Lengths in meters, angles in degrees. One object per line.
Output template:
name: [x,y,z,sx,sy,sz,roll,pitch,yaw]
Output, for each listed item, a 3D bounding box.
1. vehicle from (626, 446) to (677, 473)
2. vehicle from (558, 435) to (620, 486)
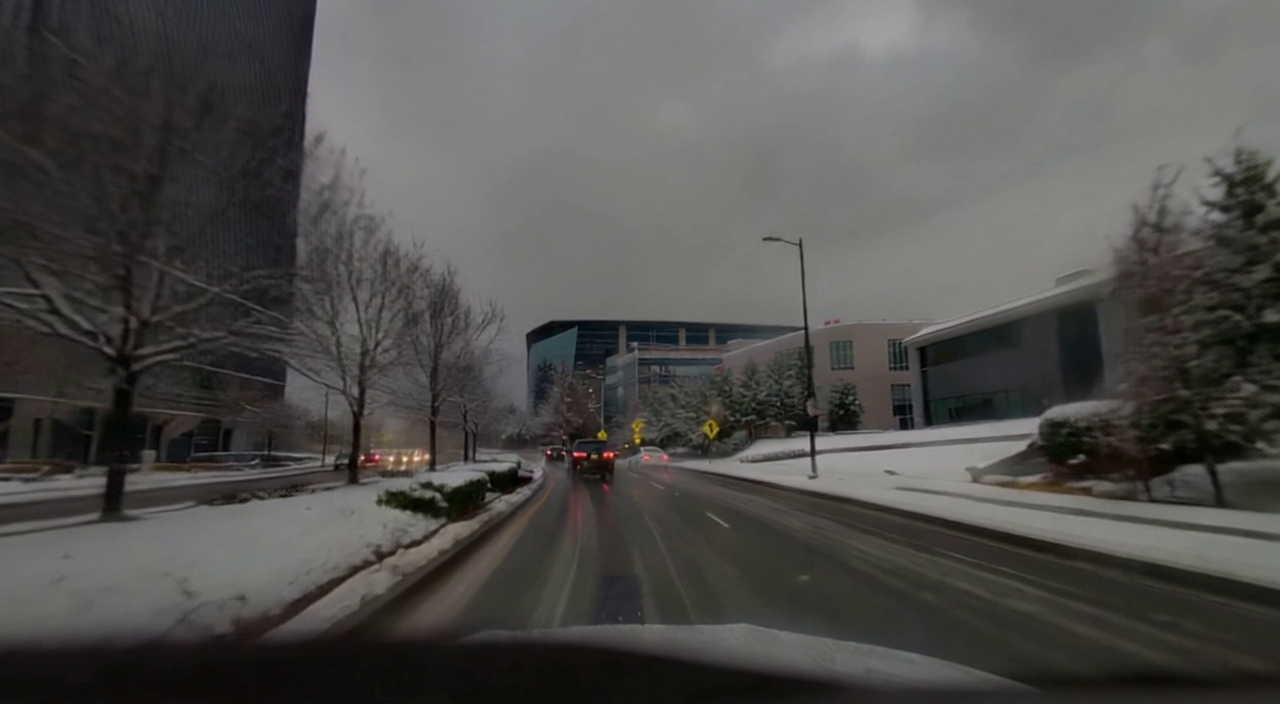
vehicle: [0.607,6.255,36.865,2.116,1.506,4.355,2,-9,-11]
vehicle: [-1.995,4.167,24.482,2.173,1.761,4.374,1,-9,-5]
